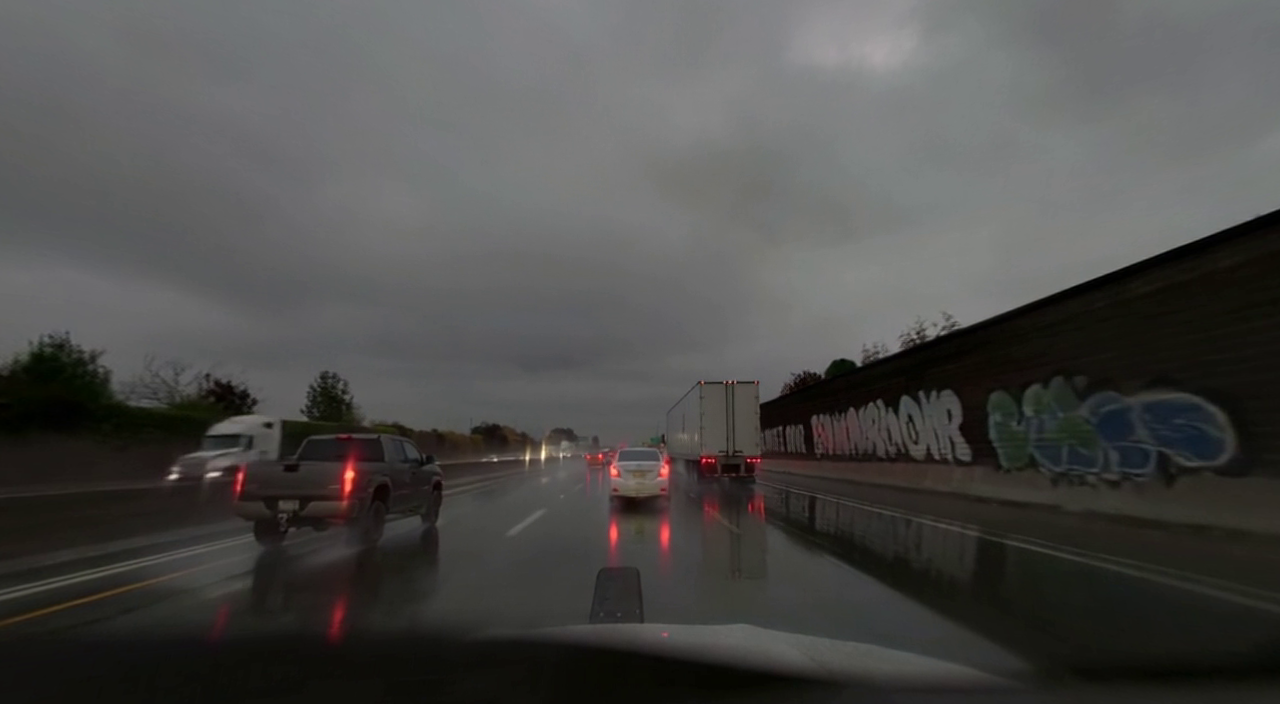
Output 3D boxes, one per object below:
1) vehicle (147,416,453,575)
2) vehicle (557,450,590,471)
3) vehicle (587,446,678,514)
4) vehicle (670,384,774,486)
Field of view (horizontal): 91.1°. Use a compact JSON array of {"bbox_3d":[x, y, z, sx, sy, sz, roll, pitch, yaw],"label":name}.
[{"bbox_3d":[-4.525,1.966,9.476,1.988,1.750,4.711,0,-9,0],"label":"vehicle"},{"bbox_3d":[-5.012,8.243,47.992,2.067,1.481,4.085,0,-9,0],"label":"vehicle"},{"bbox_3d":[-0.221,3.145,16.018,2.033,1.468,4.015,0,-9,-2],"label":"vehicle"},{"bbox_3d":[3.583,4.350,32.129,2.902,4.014,14.446,0,-9,-2],"label":"vehicle"}]
